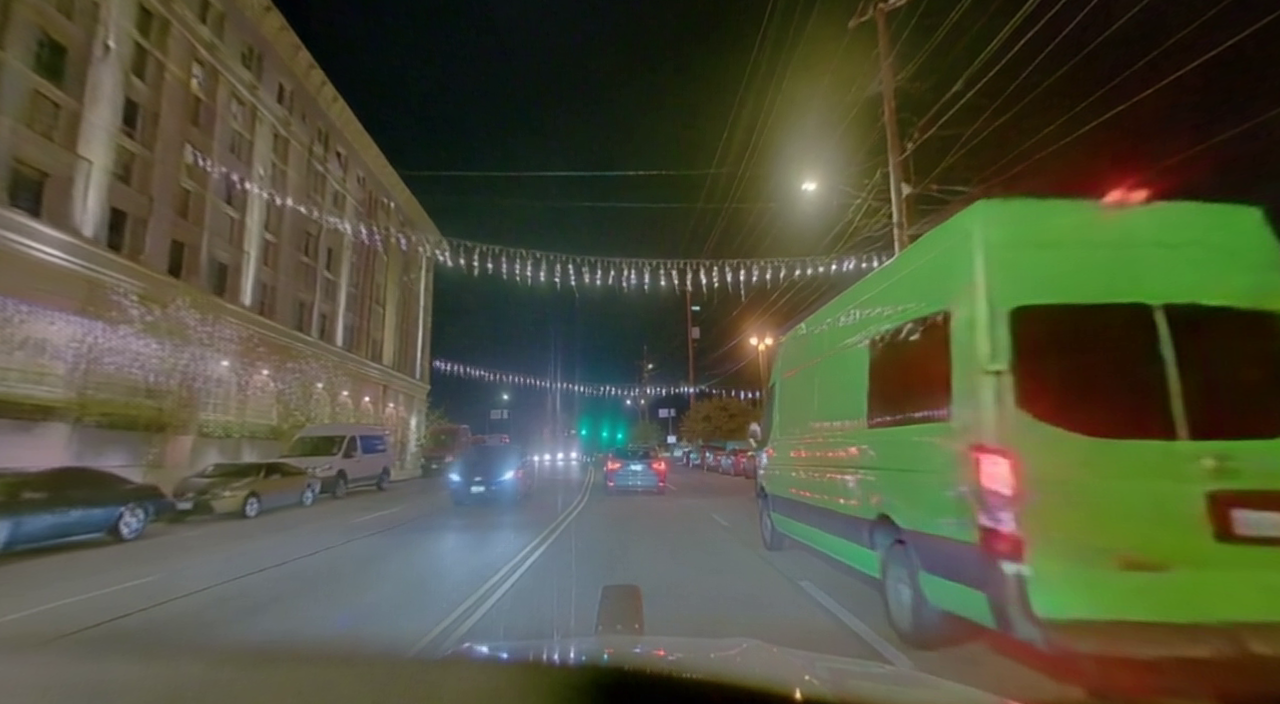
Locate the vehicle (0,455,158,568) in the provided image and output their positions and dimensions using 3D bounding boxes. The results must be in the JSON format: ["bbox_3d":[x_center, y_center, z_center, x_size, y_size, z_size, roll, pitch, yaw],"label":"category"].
[{"bbox_3d":[-9.795,2.310,9.322,1.848,1.517,4.452,0,-9,-1],"label":"vehicle"}]

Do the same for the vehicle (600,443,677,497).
[{"bbox_3d":[-0.081,3.561,19.474,2.112,1.464,4.411,0,-9,-1],"label":"vehicle"}]

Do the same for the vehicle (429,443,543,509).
[{"bbox_3d":[-3.815,3.137,16.499,1.974,1.484,4.400,0,-9,-2],"label":"vehicle"}]

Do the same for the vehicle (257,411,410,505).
[{"bbox_3d":[-10.056,3.529,21.480,2.398,2.723,5.816,0,-9,-2],"label":"vehicle"}]

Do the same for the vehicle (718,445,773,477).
[{"bbox_3d":[5.292,5.540,32.234,1.943,1.507,3.816,0,-9,-3],"label":"vehicle"}]

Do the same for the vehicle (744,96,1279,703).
[{"bbox_3d":[2.929,0.807,6.111,2.419,2.927,6.907,0,-9,-2],"label":"vehicle"}]

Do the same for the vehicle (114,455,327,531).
[{"bbox_3d":[-9.763,3.275,15.330,2.063,1.481,4.722,0,-9,-2],"label":"vehicle"}]
